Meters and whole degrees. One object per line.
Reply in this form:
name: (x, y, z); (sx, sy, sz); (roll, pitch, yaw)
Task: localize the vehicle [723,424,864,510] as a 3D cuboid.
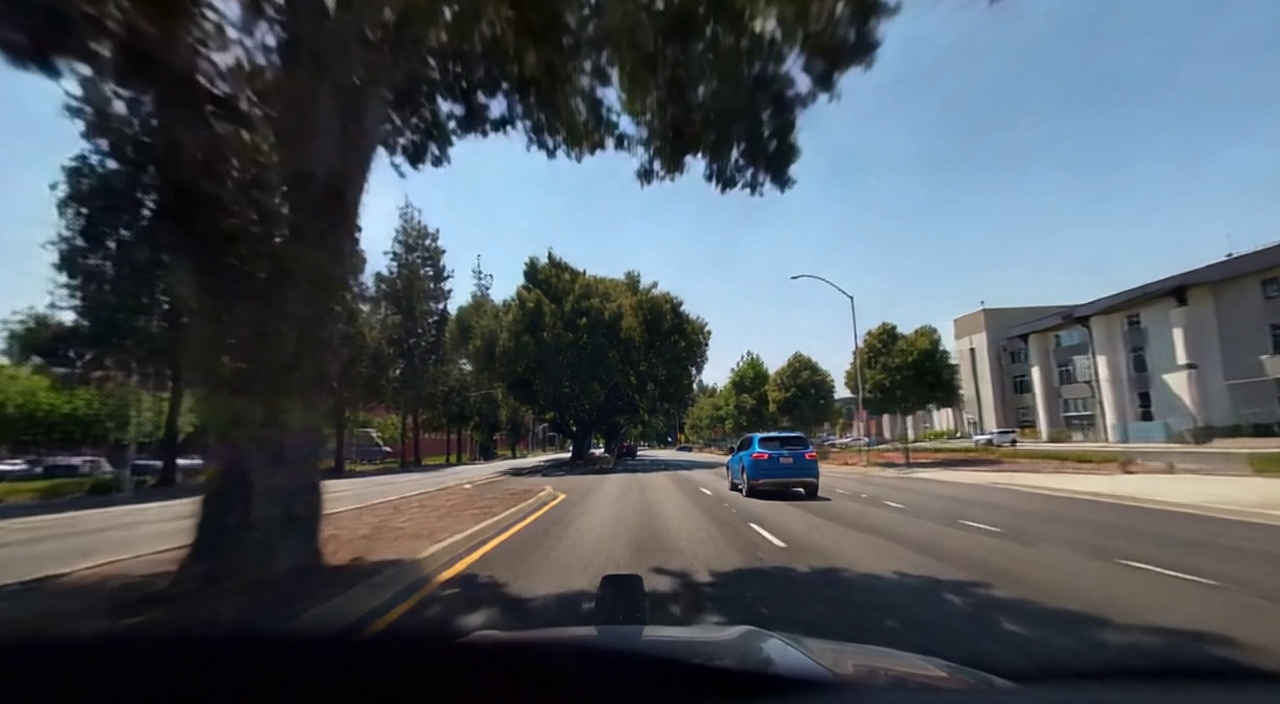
vehicle: (3.286, 2.578, 14.566); (2.060, 1.665, 4.284); (0, -8, -2)

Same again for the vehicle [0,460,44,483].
vehicle: (-44.444, 8.371, 44.200); (1.793, 1.442, 3.704); (0, -8, -1)

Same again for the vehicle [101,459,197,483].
vehicle: (-30.938, 7.491, 39.889); (4.415, 1.418, 1.961); (0, -8, -1)
